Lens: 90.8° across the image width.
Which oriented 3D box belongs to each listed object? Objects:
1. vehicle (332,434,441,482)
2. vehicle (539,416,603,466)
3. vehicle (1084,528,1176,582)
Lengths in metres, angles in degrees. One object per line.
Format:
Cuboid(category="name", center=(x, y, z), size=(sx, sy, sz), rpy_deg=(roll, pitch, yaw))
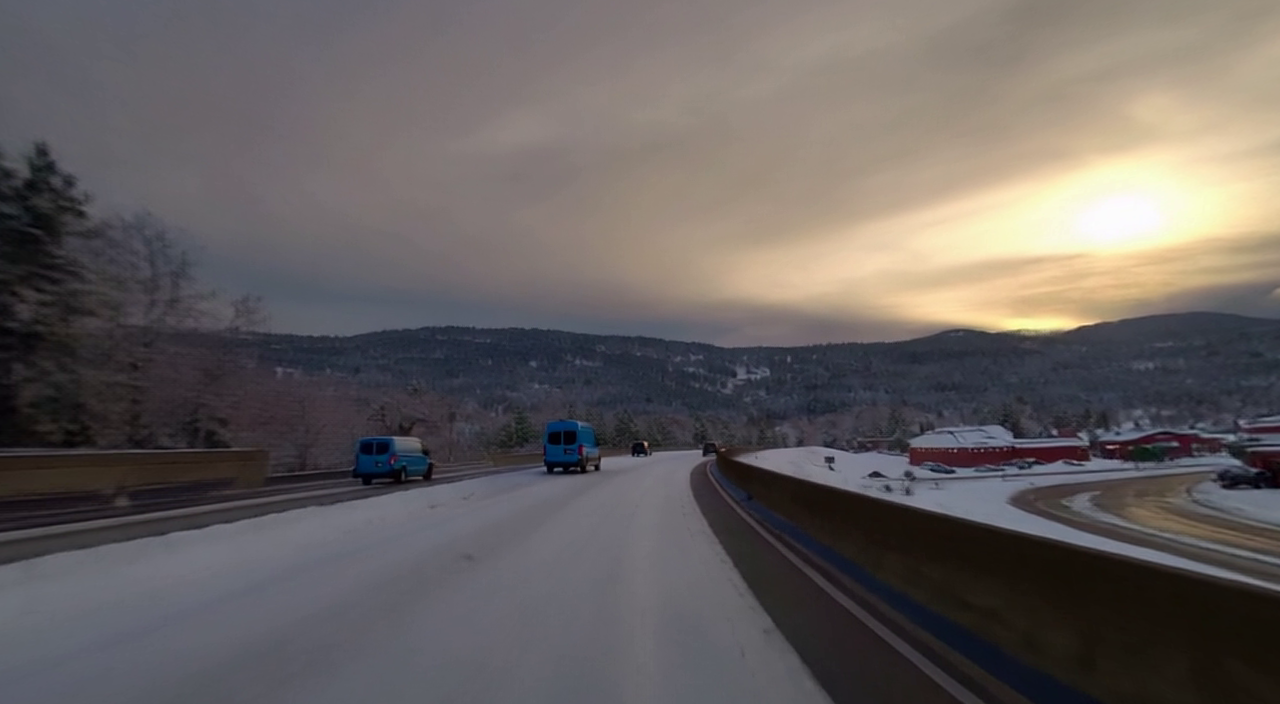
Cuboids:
Cuboid(category="vehicle", center=(-8.911, 3.744, 22.699), size=(1.821, 1.524, 4.342), rpy_deg=(-1, -8, 5))
Cuboid(category="vehicle", center=(-3.943, 5.270, 37.520), size=(2.314, 2.703, 6.441), rpy_deg=(-1, -8, 7))
Cuboid(category="vehicle", center=(22.783, 9.401, 29.571), size=(1.887, 1.776, 4.198), rpy_deg=(-1, -11, 17))
